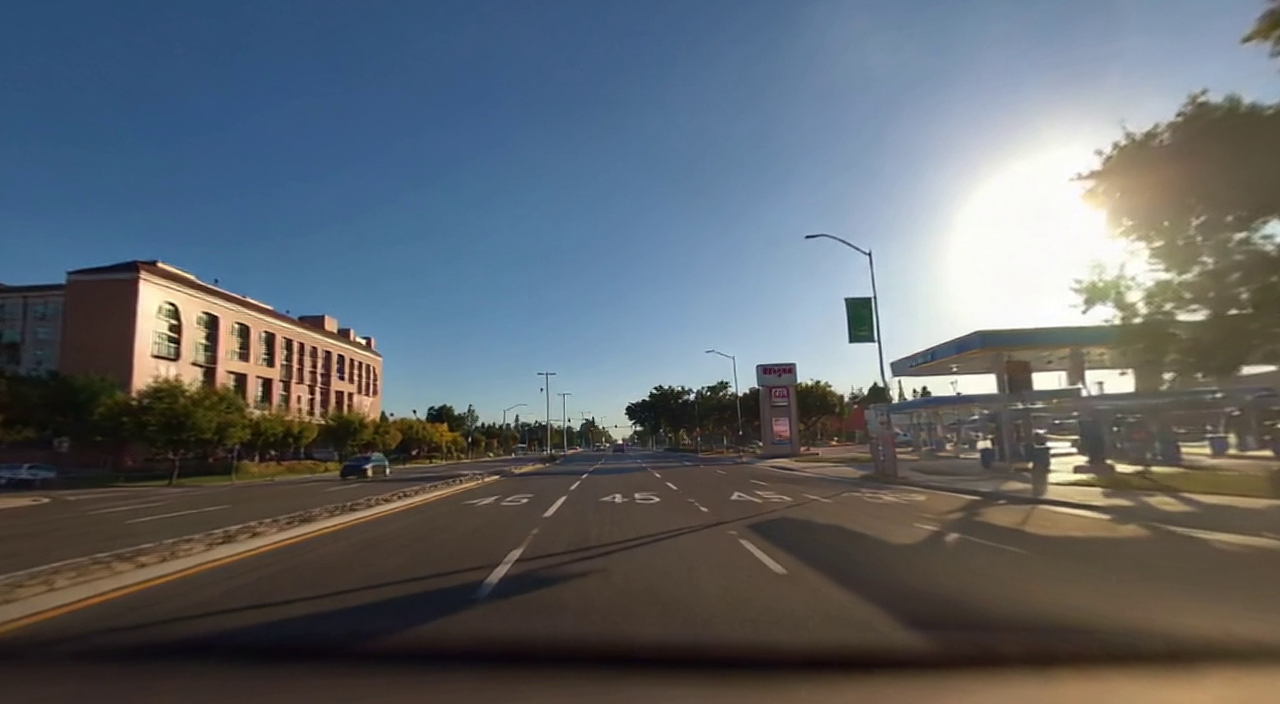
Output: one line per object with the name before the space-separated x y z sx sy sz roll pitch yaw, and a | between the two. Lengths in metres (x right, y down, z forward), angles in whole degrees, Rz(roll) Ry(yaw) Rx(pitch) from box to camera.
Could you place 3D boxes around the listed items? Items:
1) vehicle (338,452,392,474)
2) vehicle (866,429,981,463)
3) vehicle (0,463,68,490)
vehicle | -20.071 8.101 46.330 1.927 1.497 4.393 0 -8 1
vehicle | 13.512 4.516 30.287 4.548 1.568 1.953 0 -9 -2
vehicle | -39.288 7.876 39.934 1.828 1.534 4.790 -2 -9 -2
